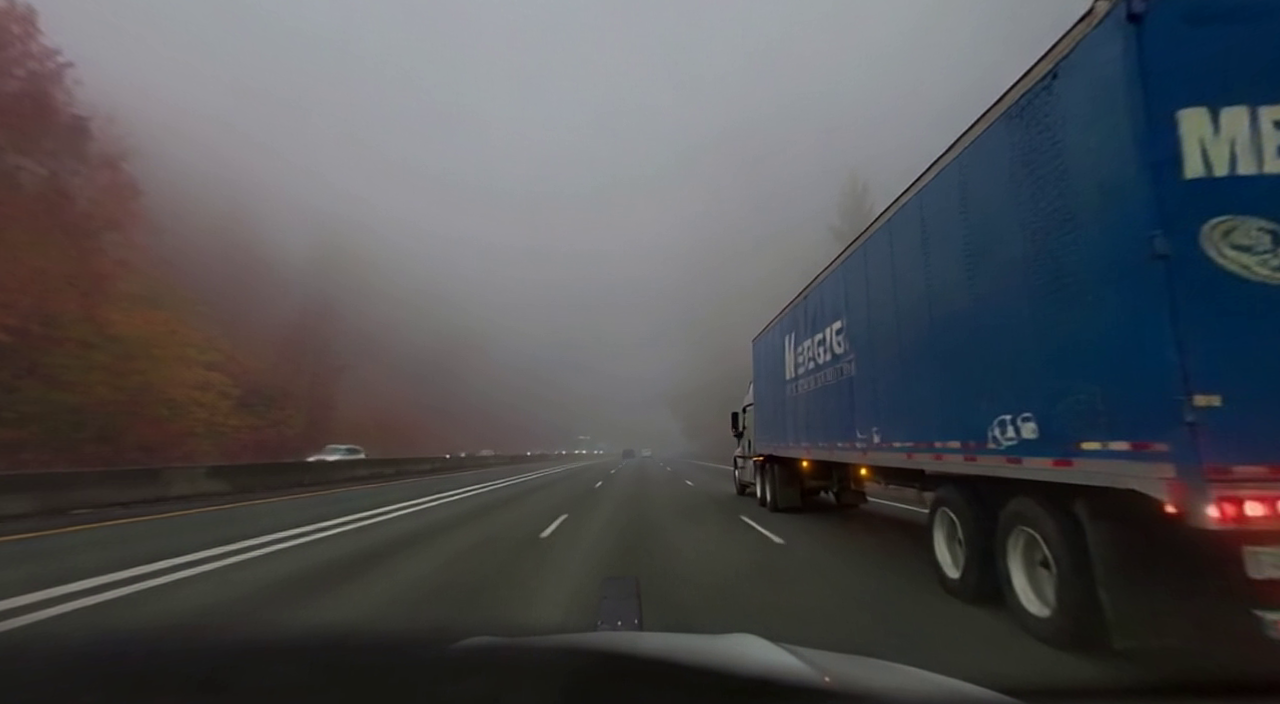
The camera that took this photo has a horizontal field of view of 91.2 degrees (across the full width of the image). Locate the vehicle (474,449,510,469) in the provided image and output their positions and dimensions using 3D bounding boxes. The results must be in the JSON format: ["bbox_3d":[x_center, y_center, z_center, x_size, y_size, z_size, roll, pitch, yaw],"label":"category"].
[{"bbox_3d":[-11.351,8.224,48.401,1.810,1.461,3.796,0,-9,1],"label":"vehicle"}]

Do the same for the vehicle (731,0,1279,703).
[{"bbox_3d":[4.119,0.817,9.753,3.003,3.880,16.814,0,-9,0],"label":"vehicle"}]

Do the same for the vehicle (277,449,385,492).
[{"bbox_3d":[-11.789,4.505,24.264,1.911,1.494,4.303,0,-9,1],"label":"vehicle"}]
